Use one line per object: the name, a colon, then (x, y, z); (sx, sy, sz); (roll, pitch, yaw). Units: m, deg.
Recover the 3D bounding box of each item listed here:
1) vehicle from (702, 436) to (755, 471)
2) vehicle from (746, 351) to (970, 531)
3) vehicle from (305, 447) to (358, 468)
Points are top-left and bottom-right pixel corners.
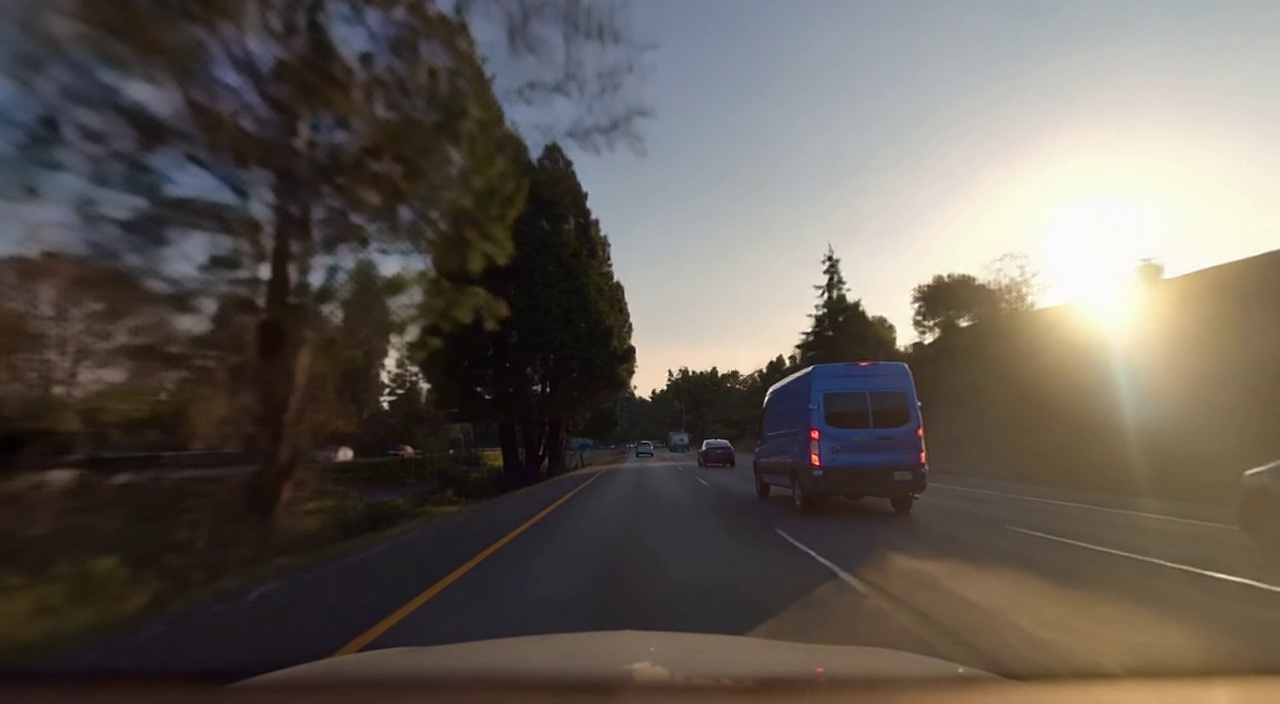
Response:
vehicle: (4.463, 5.196, 32.357); (2.034, 1.651, 4.342); (0, -8, -1)
vehicle: (3.742, 1.751, 12.411); (2.302, 2.670, 5.912); (0, -8, 1)
vehicle: (-23.673, 8.063, 48.538); (1.899, 1.508, 4.073); (0, -8, 1)
